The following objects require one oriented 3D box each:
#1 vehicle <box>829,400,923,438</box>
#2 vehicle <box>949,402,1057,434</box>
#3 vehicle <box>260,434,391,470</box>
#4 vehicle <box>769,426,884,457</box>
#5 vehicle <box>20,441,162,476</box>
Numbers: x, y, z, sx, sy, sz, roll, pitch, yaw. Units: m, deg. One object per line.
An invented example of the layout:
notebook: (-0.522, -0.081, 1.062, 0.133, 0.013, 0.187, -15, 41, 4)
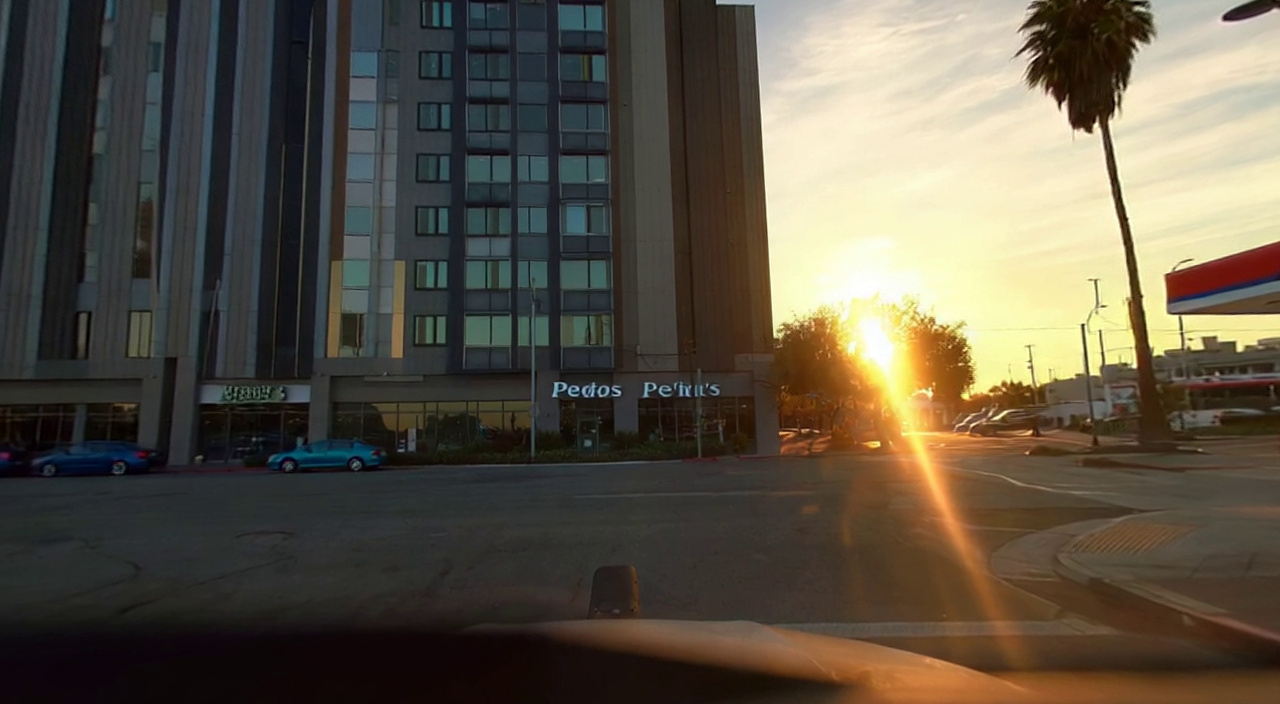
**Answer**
vehicle: (16.085, 4.602, 43.292, 5.524, 2.504, 2.196, 0, -9, -3)
vehicle: (28.555, 5.213, 49.859, 7.026, 2.329, 2.545, 1, -6, -4)
vehicle: (-13.933, 4.447, 28.148, 4.857, 1.497, 1.811, 0, -9, 2)
vehicle: (8.623, 4.180, 29.460, 4.782, 1.371, 1.763, 1, -9, -5)
vehicle: (-23.614, 4.587, 27.293, 4.321, 1.430, 1.775, 0, -9, -2)
